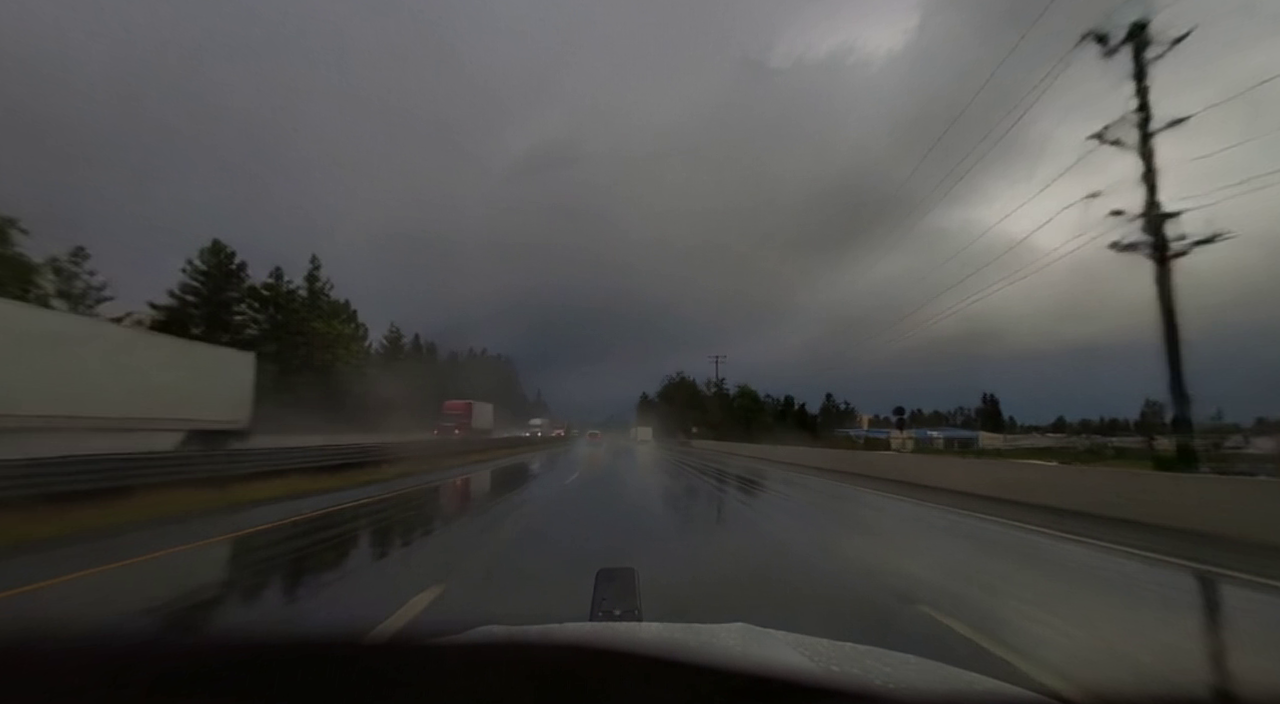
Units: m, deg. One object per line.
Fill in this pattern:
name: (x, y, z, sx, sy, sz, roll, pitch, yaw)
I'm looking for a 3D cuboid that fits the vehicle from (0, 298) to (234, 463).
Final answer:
vehicle: (-16.476, 0.929, 16.669, 2.828, 3.852, 13.292, 0, -8, -1)
